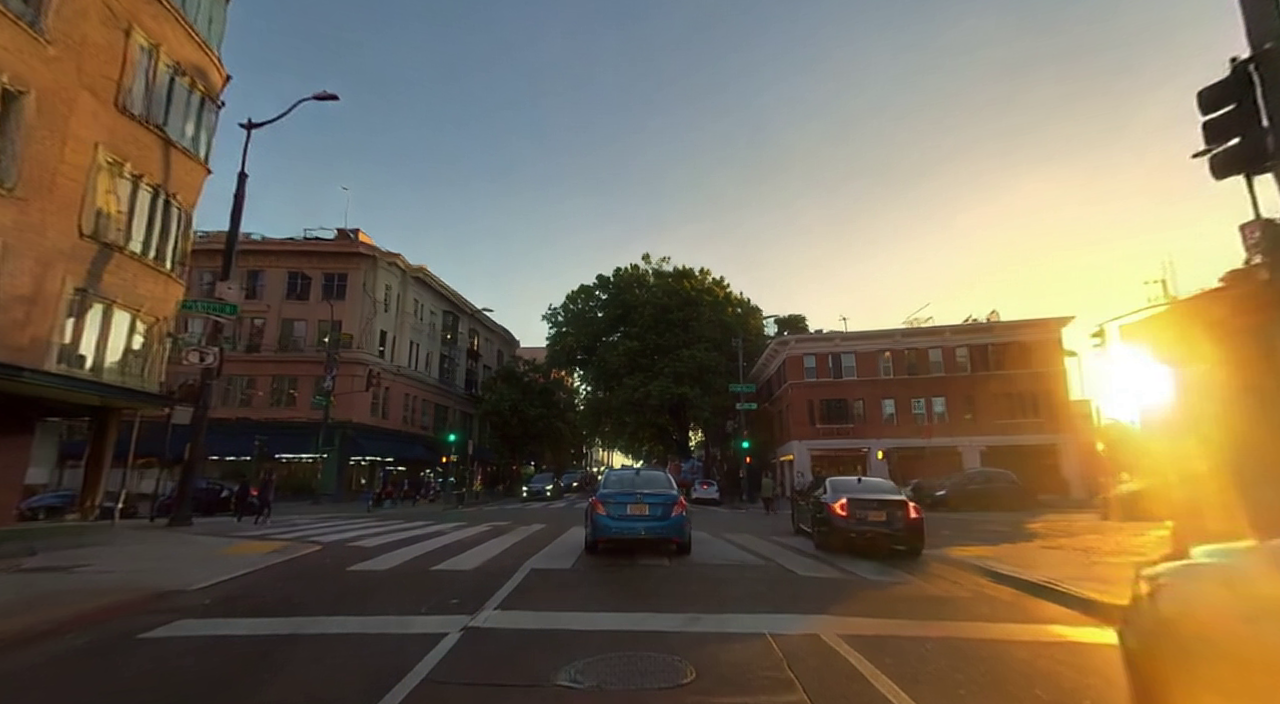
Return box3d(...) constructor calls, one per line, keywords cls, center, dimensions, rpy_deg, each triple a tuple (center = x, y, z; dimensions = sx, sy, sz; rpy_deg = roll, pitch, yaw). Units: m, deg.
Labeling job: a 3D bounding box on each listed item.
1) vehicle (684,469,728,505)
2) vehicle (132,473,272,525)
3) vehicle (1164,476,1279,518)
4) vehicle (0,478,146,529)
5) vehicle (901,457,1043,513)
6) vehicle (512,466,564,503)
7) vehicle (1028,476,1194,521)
box3d(cls="vehicle", center=(3.833, 7.881, 37.063), dimensions=(1.908, 1.741, 4.066), rpy_deg=(0, -8, -3))
box3d(cls="vehicle", center=(-19.472, 6.538, 28.174), dimensions=(4.750, 2.083, 2.002), rpy_deg=(-1, -9, 3))
box3d(cls="vehicle", center=(26.407, 6.346, 27.697), dimensions=(4.734, 1.605, 2.186), rpy_deg=(-1, -8, 1))
box3d(cls="vehicle", center=(-25.329, 6.734, 28.215), dimensions=(4.588, 2.048, 2.110), rpy_deg=(-1, -8, 1))
box3d(cls="vehicle", center=(14.720, 5.886, 28.207), dimensions=(4.974, 2.266, 2.324), rpy_deg=(0, -8, -1))
box3d(cls="vehicle", center=(-5.972, 7.802, 37.368), dimensions=(2.226, 1.896, 4.438), rpy_deg=(-1, -8, 1))
box3d(cls="vehicle", center=(20.812, 6.496, 28.091), dimensions=(5.345, 1.747, 2.410), rpy_deg=(-1, -8, 2))
